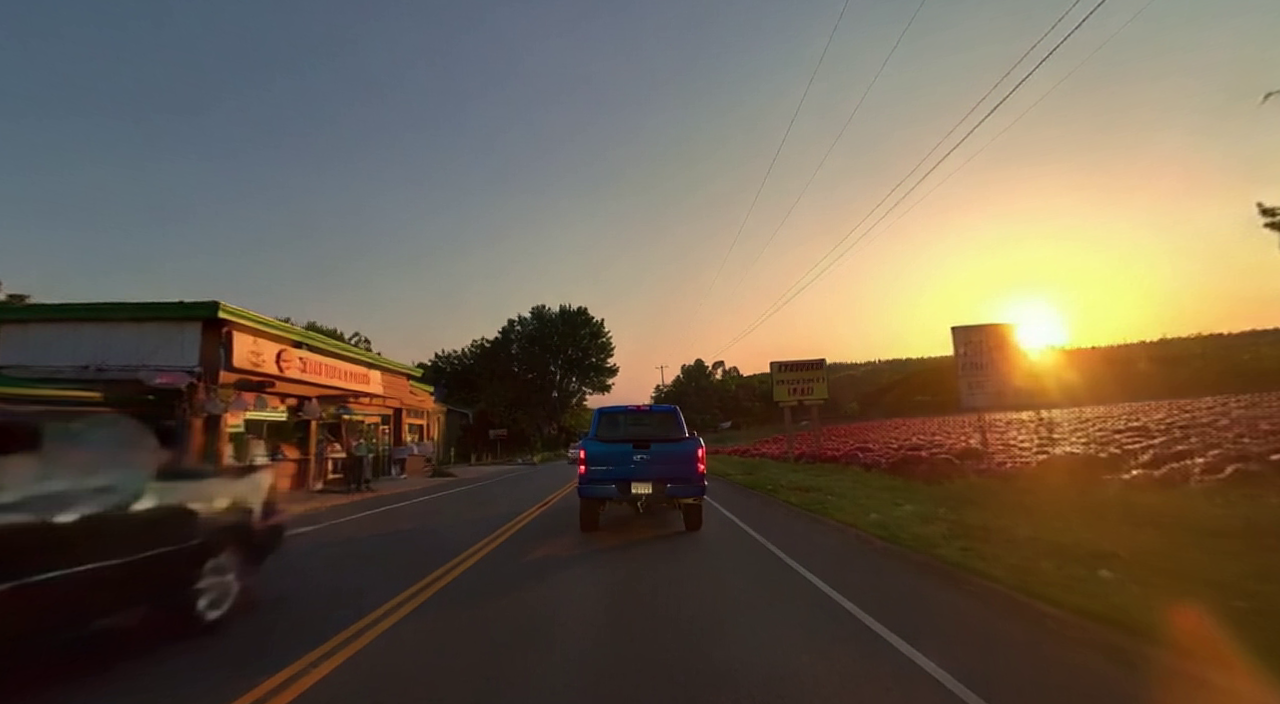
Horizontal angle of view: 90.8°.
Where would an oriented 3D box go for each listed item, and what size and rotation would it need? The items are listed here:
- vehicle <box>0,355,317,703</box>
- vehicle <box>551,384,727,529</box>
[{"bbox_3d":[-3.946,0.960,3.212,2.190,1.746,4.616,0,-8,-1],"label":"vehicle"},{"bbox_3d":[-0.098,2.047,12.762,2.693,2.223,5.885,0,-8,-2],"label":"vehicle"}]
